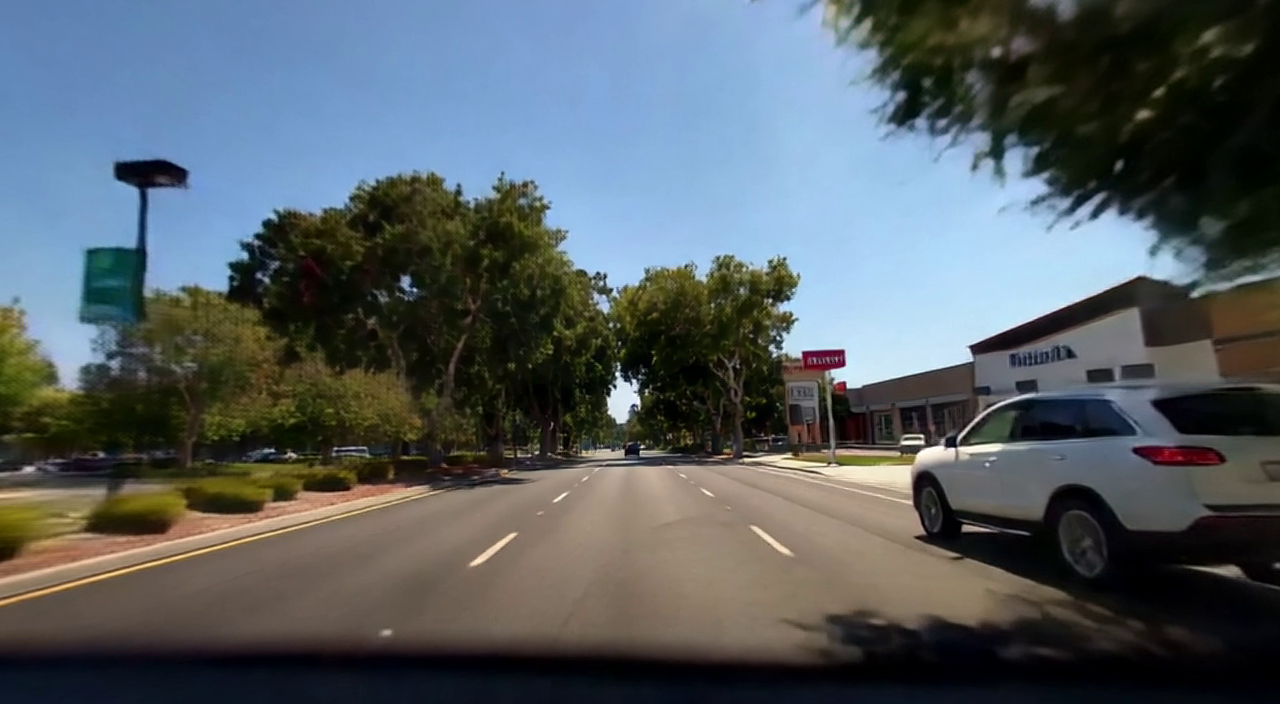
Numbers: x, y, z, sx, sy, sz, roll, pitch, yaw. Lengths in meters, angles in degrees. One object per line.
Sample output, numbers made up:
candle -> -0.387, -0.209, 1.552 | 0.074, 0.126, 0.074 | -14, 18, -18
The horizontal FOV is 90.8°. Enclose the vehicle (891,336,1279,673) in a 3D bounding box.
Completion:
vehicle -> 4.711, 1.244, 6.277 | 2.185, 1.956, 5.128 | 0, -8, -1
